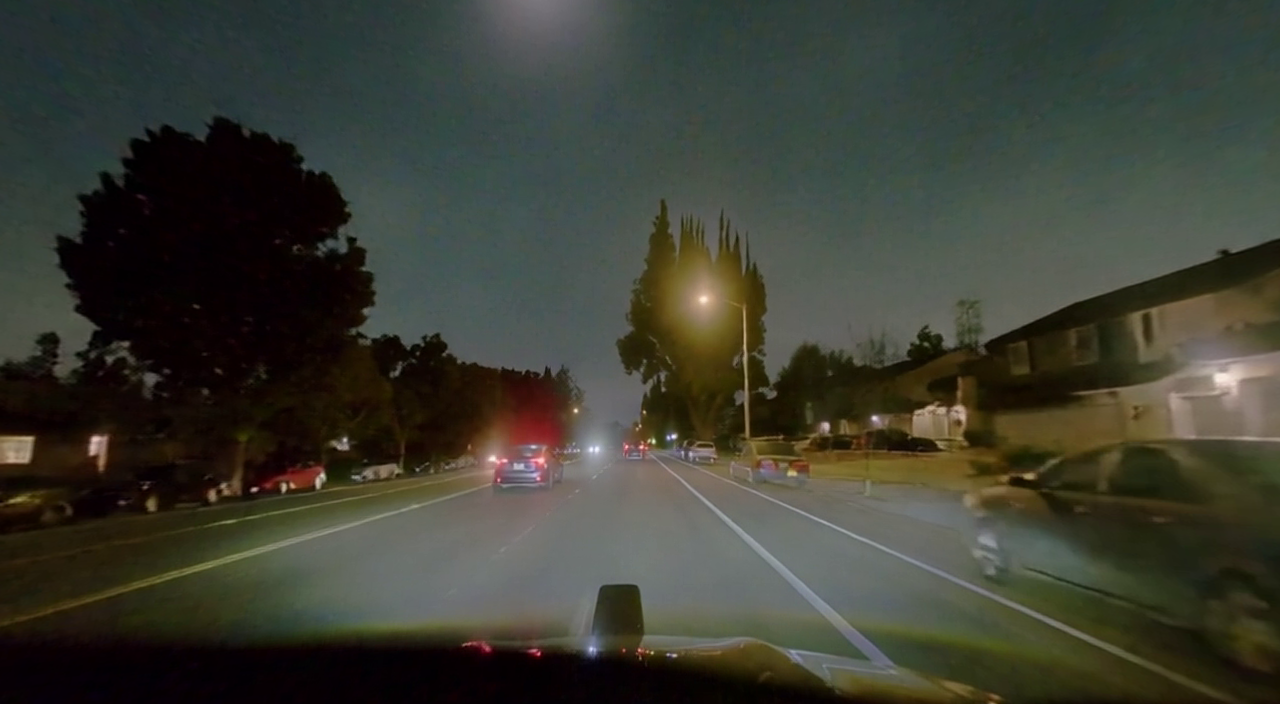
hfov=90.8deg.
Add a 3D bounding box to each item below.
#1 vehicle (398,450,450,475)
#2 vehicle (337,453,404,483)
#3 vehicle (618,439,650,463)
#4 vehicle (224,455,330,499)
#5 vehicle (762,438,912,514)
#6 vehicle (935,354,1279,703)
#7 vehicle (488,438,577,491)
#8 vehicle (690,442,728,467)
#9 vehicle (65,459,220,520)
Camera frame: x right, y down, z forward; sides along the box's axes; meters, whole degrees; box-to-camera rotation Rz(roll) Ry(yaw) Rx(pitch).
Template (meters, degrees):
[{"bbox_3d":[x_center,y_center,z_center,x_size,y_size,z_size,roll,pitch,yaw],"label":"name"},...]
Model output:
[{"bbox_3d":[-14.671,7.530,43.176,1.898,1.530,4.675,0,-8,-1],"label":"vehicle"},{"bbox_3d":[-14.602,6.283,34.456,1.847,1.494,4.189,0,-8,-1],"label":"vehicle"},{"bbox_3d":[-0.405,6.754,43.231,2.088,1.495,4.048,0,-8,-1],"label":"vehicle"},{"bbox_3d":[-14.730,5.080,25.930,1.811,1.433,4.564,-6,-10,-2],"label":"vehicle"},{"bbox_3d":[4.371,2.814,14.940,1.933,1.463,4.735,0,-8,-1],"label":"vehicle"},{"bbox_3d":[4.117,1.116,4.464,1.943,1.788,4.462,0,-8,1],"label":"vehicle"},{"bbox_3d":[-3.260,3.511,20.142,2.027,1.477,4.413,0,-8,1],"label":"vehicle"},{"bbox_3d":[4.230,6.352,39.364,1.890,1.459,4.371,0,-8,0],"label":"vehicle"},{"bbox_3d":[-14.543,4.011,18.771,1.681,1.419,3.859,-5,-10,-4],"label":"vehicle"}]
